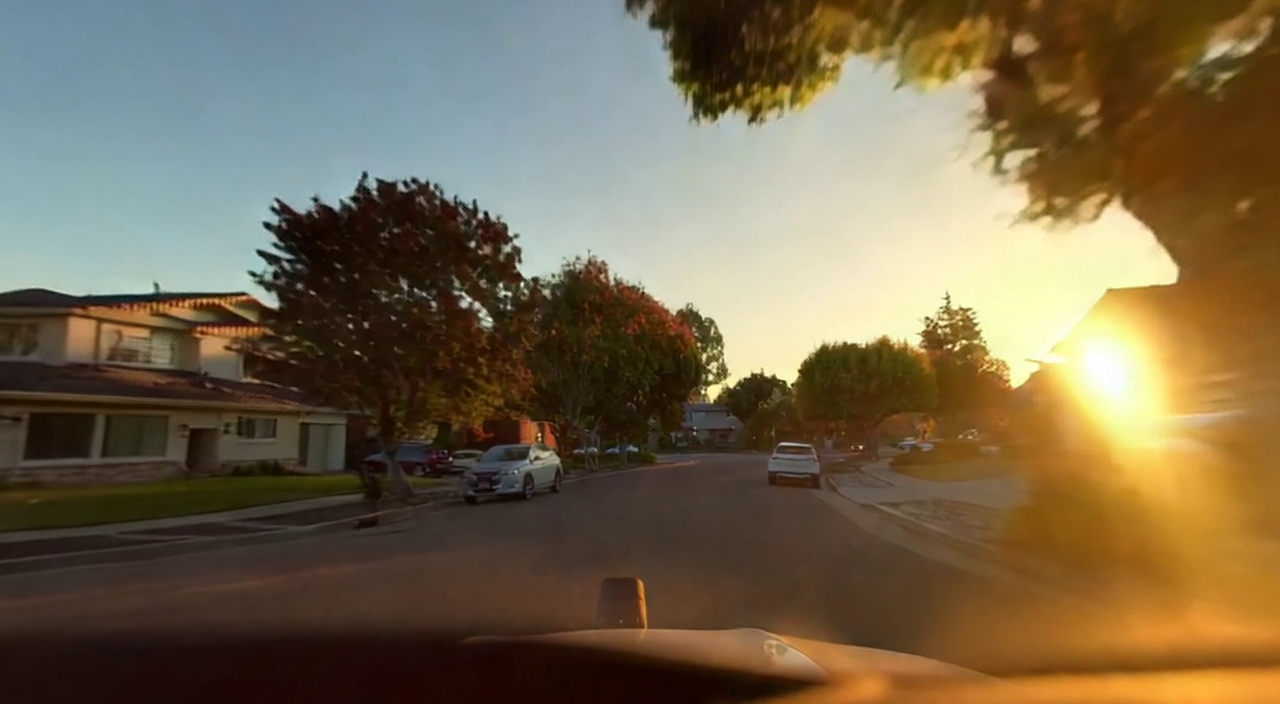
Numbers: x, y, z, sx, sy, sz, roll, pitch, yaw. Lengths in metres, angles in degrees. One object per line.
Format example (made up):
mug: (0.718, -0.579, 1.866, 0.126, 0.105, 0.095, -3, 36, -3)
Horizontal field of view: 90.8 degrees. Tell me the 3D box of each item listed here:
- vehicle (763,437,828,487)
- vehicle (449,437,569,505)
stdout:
vehicle: (5.865, 4.095, 23.817, 2.075, 1.657, 4.648, -2, -9, 14)
vehicle: (-3.844, 3.549, 19.419, 2.041, 1.762, 4.508, -4, -8, 10)
